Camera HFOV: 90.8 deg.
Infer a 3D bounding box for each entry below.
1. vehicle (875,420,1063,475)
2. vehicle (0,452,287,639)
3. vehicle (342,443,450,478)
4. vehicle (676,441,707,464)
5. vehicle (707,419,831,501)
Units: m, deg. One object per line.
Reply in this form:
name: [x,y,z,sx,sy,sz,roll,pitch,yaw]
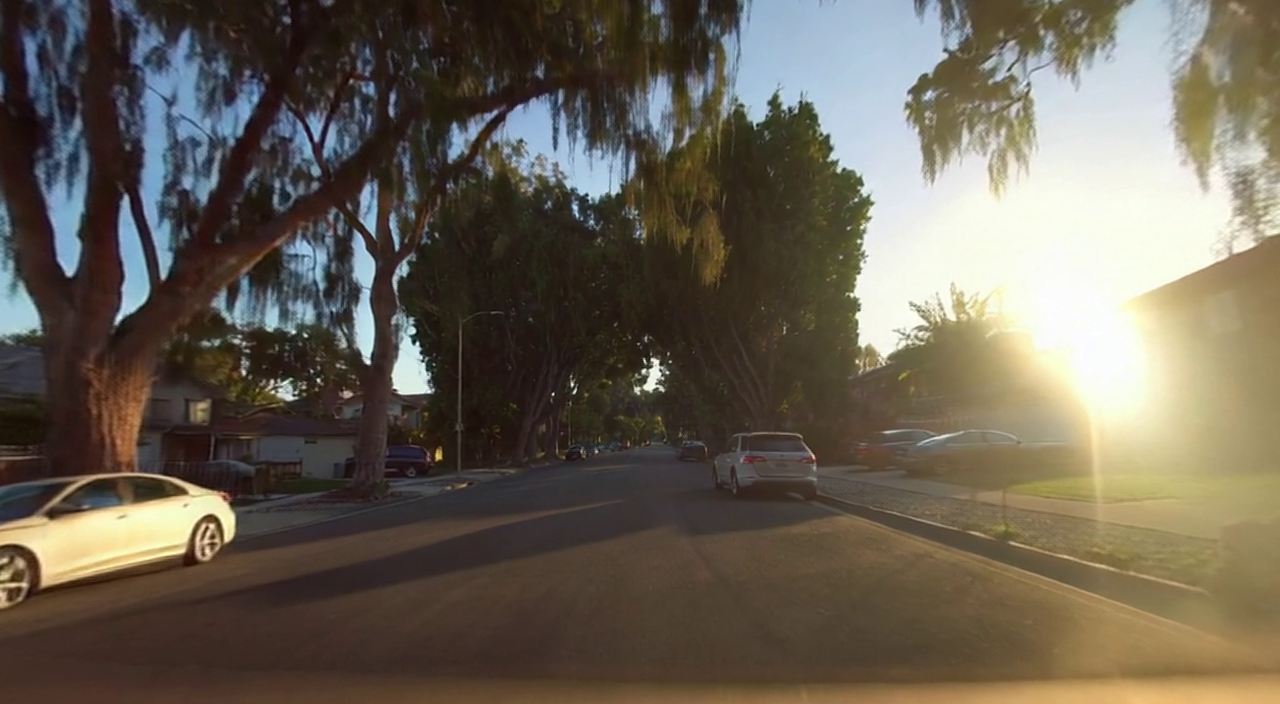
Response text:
vehicle: [10.561,3.147,20.728,5.041,1.486,1.969,-4,-9,13]
vehicle: [-6.246,1.949,7.047,2.099,1.399,4.357,-4,-8,1]
vehicle: [-13.047,5.825,33.972,4.928,1.797,1.981,0,-8,2]
vehicle: [3.586,7.052,44.551,2.016,1.567,4.228,0,-8,2]
vehicle: [3.251,2.876,17.214,2.241,1.875,5.059,0,-8,-1]
